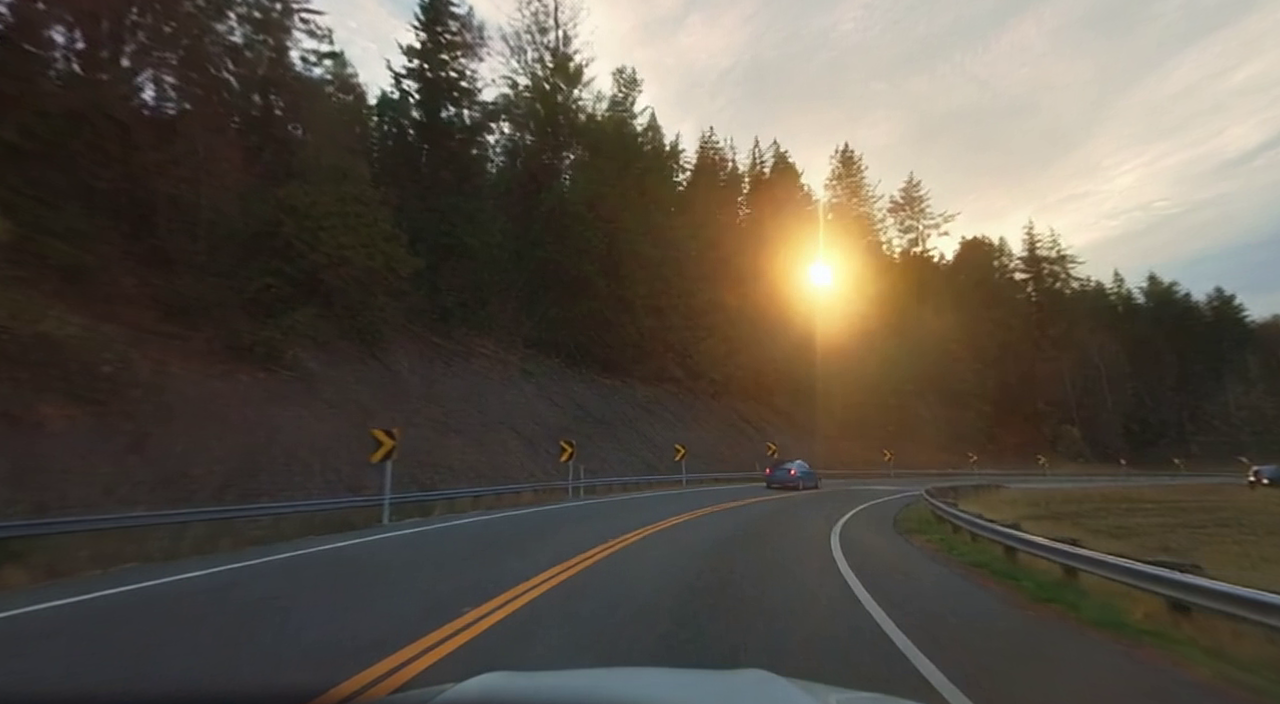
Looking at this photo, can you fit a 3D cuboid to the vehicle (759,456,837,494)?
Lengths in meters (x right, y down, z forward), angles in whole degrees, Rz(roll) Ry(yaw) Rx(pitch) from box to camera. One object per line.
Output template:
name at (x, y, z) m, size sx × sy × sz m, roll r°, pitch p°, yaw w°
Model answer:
vehicle at (7.743, 5.942, 30.637) m, size 1.997 × 1.692 × 4.422 m, roll -7°, pitch -13°, yaw 37°
